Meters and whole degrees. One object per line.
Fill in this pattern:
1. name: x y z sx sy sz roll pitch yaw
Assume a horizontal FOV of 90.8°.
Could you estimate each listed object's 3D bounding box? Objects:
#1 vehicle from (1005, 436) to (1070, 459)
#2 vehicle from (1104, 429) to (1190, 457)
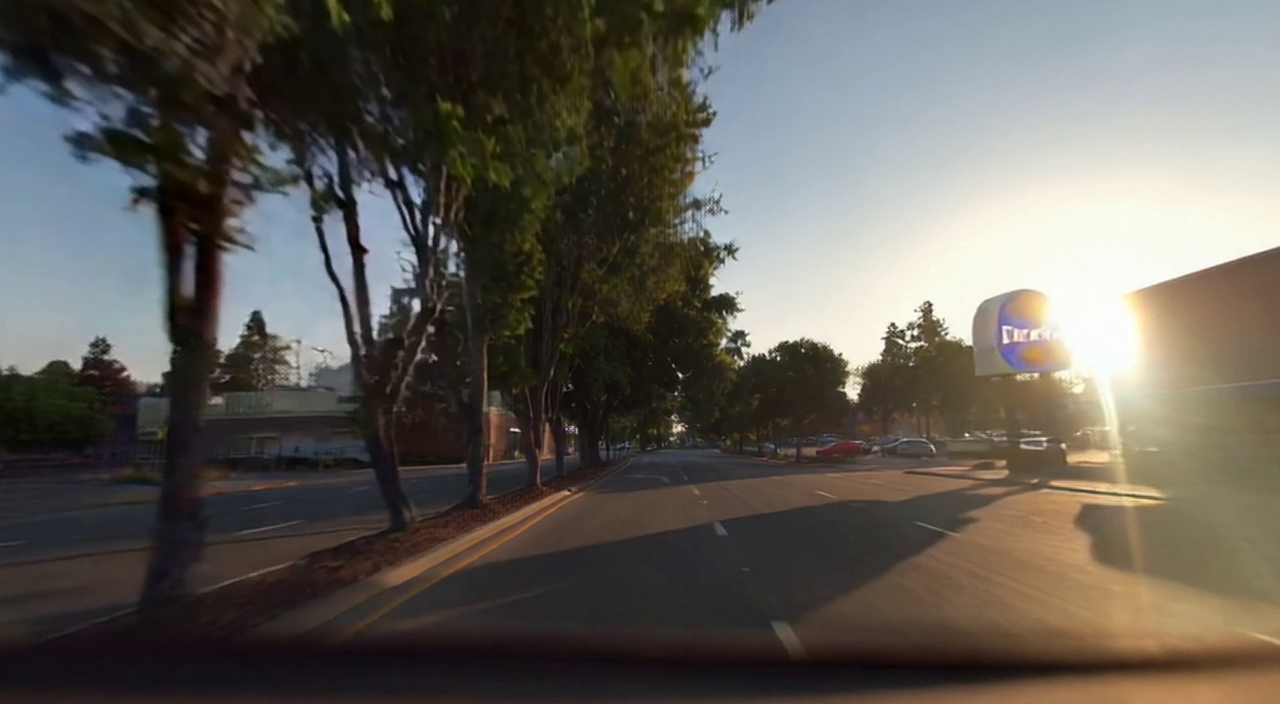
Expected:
1. vehicle: 28.135 6.787 44.891 1.836 1.497 4.419 -1 -8 2
2. vehicle: 36.362 6.498 45.516 2.028 1.886 5.190 0 -7 2
